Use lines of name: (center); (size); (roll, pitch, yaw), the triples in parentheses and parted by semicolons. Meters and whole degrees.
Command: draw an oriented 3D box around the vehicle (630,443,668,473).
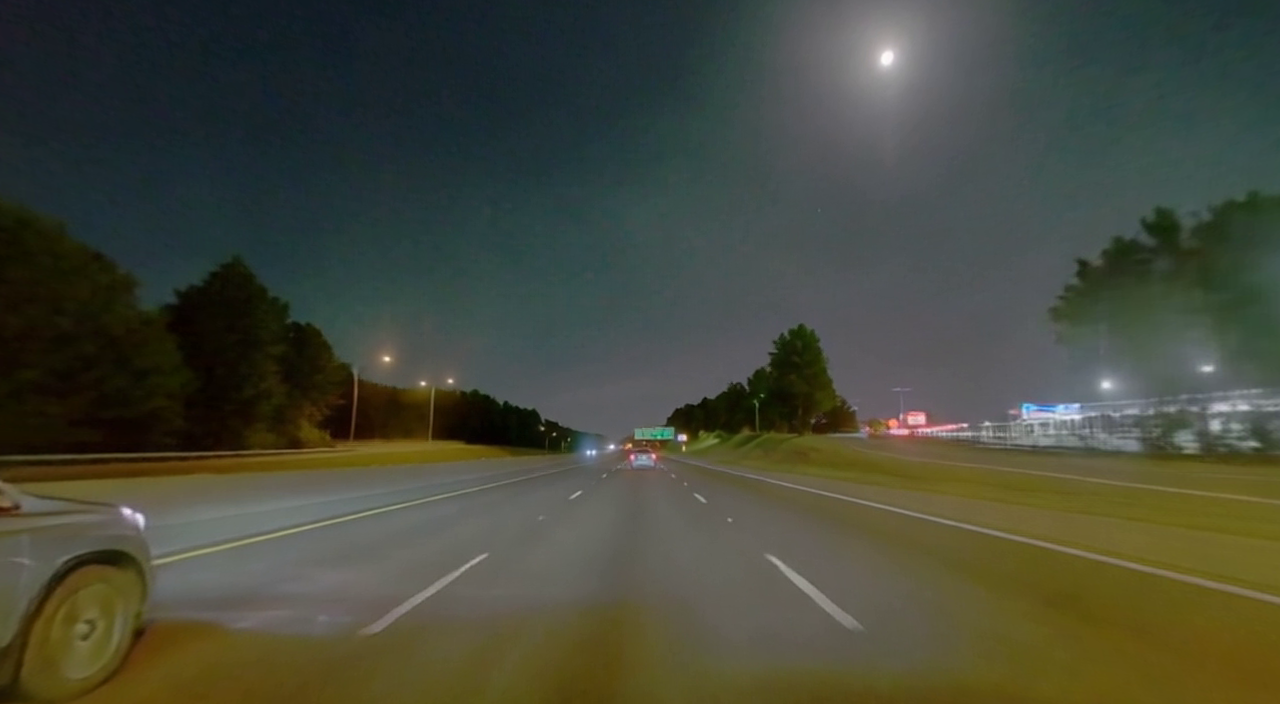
vehicle: (0.514, 6.299, 37.582); (2.087, 1.682, 4.388); (0, -9, 0)

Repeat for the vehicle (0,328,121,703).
vehicle: (-3.915, 0.534, 1.033); (2.139, 1.804, 4.611); (0, -9, 0)
